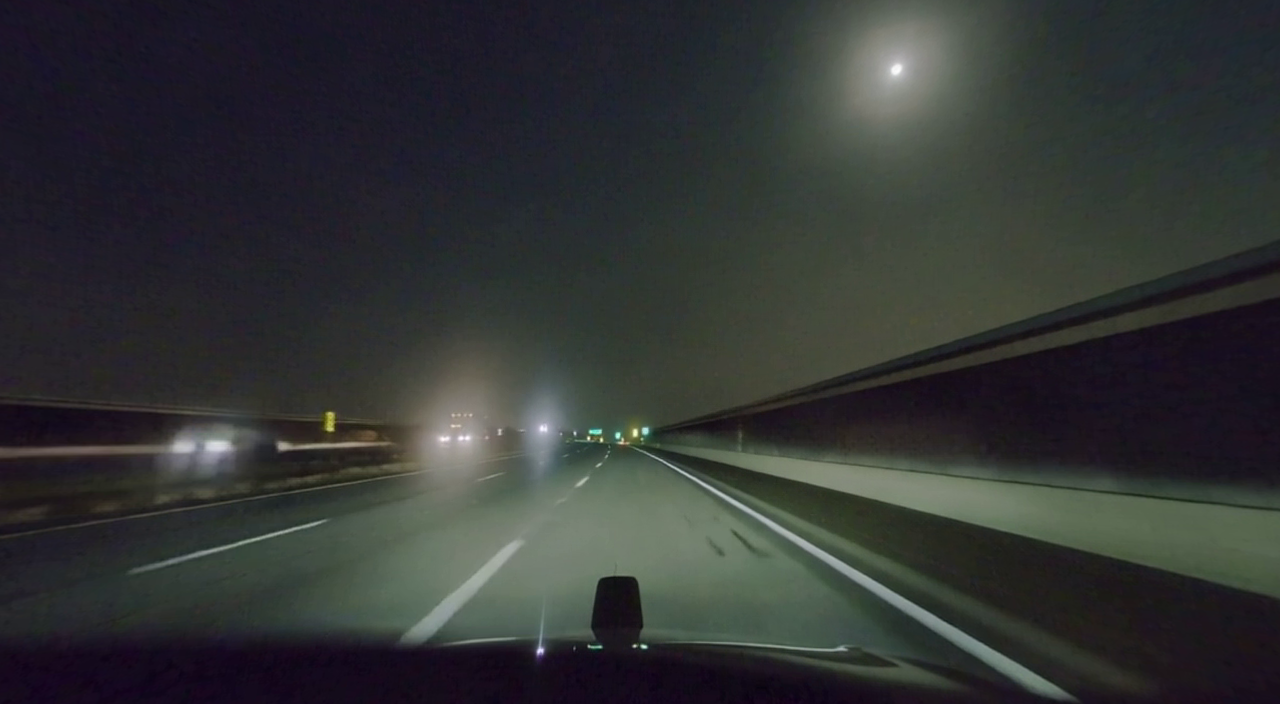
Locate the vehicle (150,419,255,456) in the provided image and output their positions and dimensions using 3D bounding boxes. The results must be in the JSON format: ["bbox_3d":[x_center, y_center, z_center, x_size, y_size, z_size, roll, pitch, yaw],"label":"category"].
[{"bbox_3d":[-20.150,3.996,29.162,1.884,1.559,4.143,0,-8,-1],"label":"vehicle"}]
